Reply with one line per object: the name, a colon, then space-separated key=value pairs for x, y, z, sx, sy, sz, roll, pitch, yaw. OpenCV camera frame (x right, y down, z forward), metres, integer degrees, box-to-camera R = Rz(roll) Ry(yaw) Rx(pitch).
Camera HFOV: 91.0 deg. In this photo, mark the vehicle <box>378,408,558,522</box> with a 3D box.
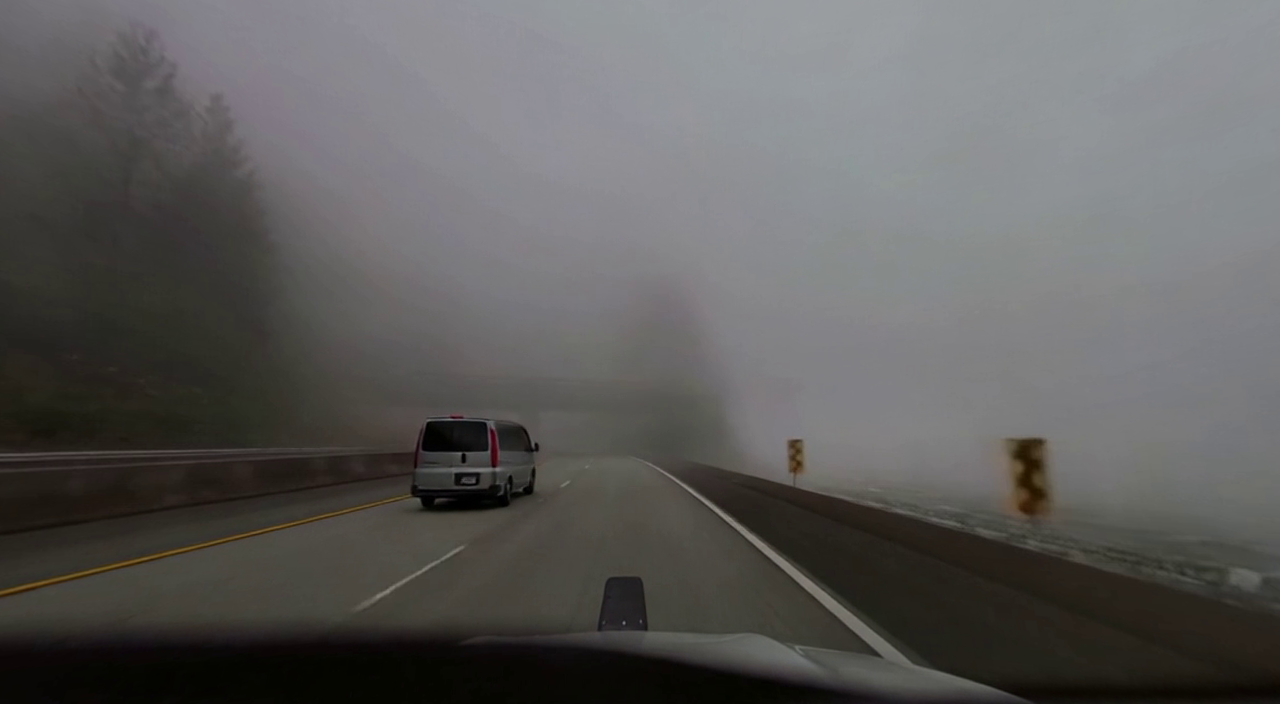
vehicle: x=-3.239 y=2.281 z=13.214 sx=2.372 sy=1.891 sz=5.061 roll=0 pitch=-8 yaw=0
